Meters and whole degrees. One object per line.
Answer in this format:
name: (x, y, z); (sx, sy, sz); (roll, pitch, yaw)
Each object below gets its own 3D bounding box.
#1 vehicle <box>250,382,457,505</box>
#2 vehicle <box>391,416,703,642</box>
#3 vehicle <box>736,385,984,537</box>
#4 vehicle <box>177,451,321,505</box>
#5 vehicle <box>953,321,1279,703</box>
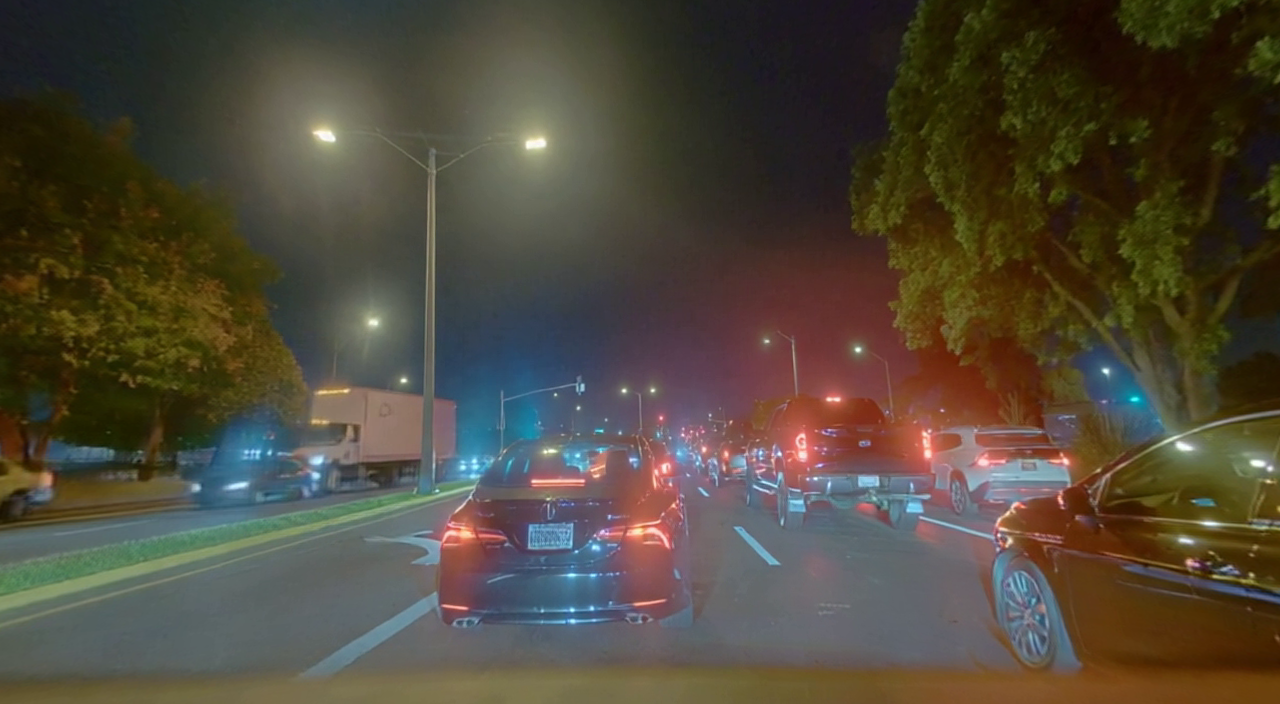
vehicle: (-8.880, 3.059, 21.038); (2.931, 3.265, 8.387); (0, -9, 0)
vehicle: (-0.581, 1.499, 6.327); (2.111, 1.506, 4.018); (0, -9, 2)
vehicle: (3.515, 1.945, 11.689); (2.444, 2.098, 5.766); (0, -8, -1)
vehicle: (-12.614, 4.060, 20.634); (2.055, 1.524, 4.074); (0, -9, 1)
vehicle: (3.157, 0.751, 2.066); (1.982, 1.709, 4.427); (0, -9, 1)
